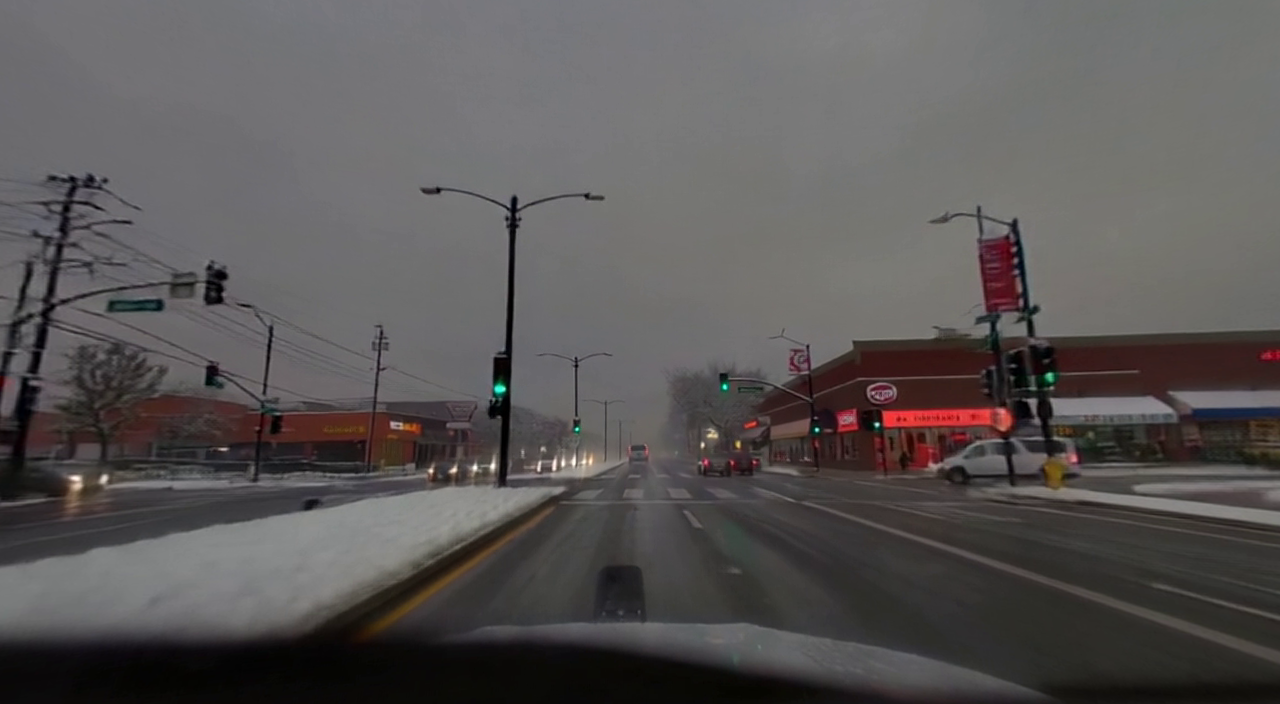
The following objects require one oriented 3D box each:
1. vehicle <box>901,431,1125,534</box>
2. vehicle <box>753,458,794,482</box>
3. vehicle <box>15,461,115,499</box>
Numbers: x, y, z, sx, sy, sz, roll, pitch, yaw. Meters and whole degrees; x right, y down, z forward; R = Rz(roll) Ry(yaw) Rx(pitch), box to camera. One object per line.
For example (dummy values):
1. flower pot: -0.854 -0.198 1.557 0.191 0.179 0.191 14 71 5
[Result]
1. vehicle: 7.130 2.491 12.796 1.974 1.679 4.611 -1 -8 4
2. vehicle: 9.538 8.452 45.566 1.948 1.483 4.645 0 -8 0
3. vehicle: -26.305 5.879 28.971 2.803 1.565 1.715 -2 -13 -1
